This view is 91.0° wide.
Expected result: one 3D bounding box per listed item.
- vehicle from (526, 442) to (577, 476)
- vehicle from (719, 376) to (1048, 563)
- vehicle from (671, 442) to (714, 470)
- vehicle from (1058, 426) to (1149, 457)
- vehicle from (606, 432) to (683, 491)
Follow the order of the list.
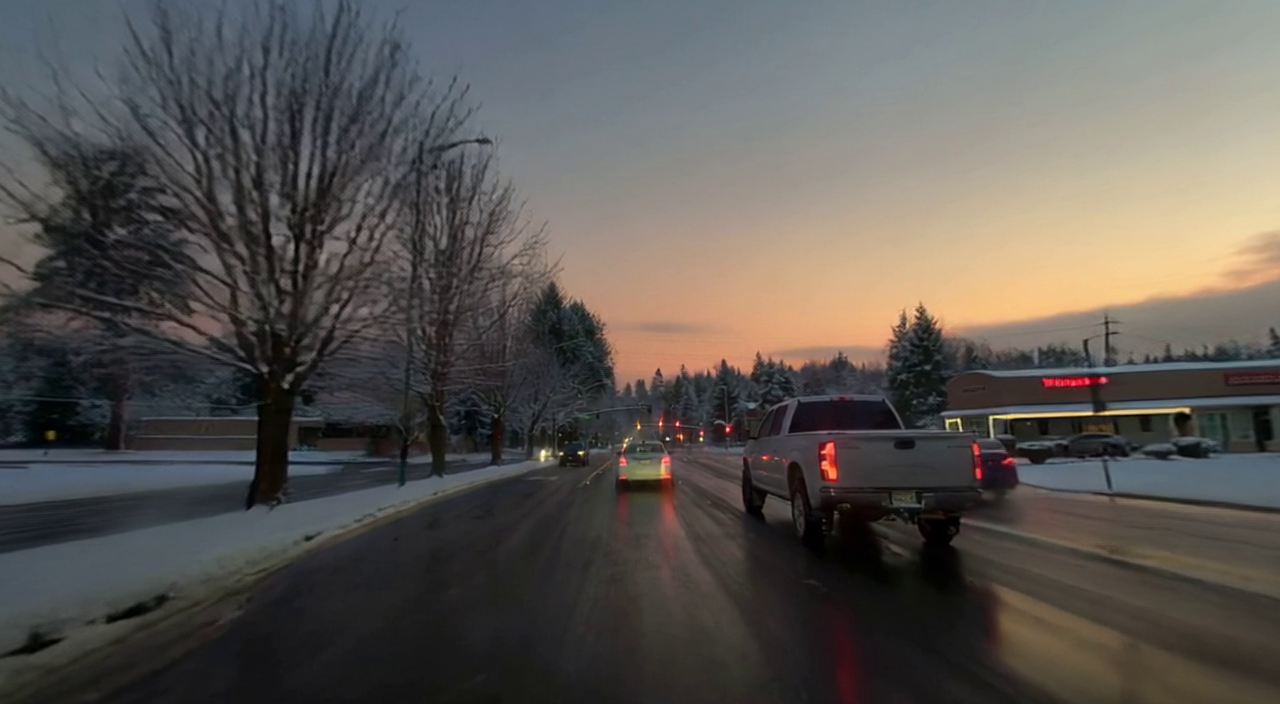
[{"bbox_3d":[-4.126,5.034,29.939,1.960,1.475,4.161,0,-9,-2],"label":"vehicle"},{"bbox_3d":[3.158,1.779,10.248,2.731,2.101,6.047,1,-9,-2],"label":"vehicle"},{"bbox_3d":[2.868,5.862,35.531,1.970,1.464,4.249,0,-9,-1],"label":"vehicle"},{"bbox_3d":[28.720,5.575,39.086,3.992,1.669,1.803,-3,-9,3],"label":"vehicle"},{"bbox_3d":[0.078,3.400,19.791,2.145,1.650,4.021,0,-9,-1],"label":"vehicle"}]
